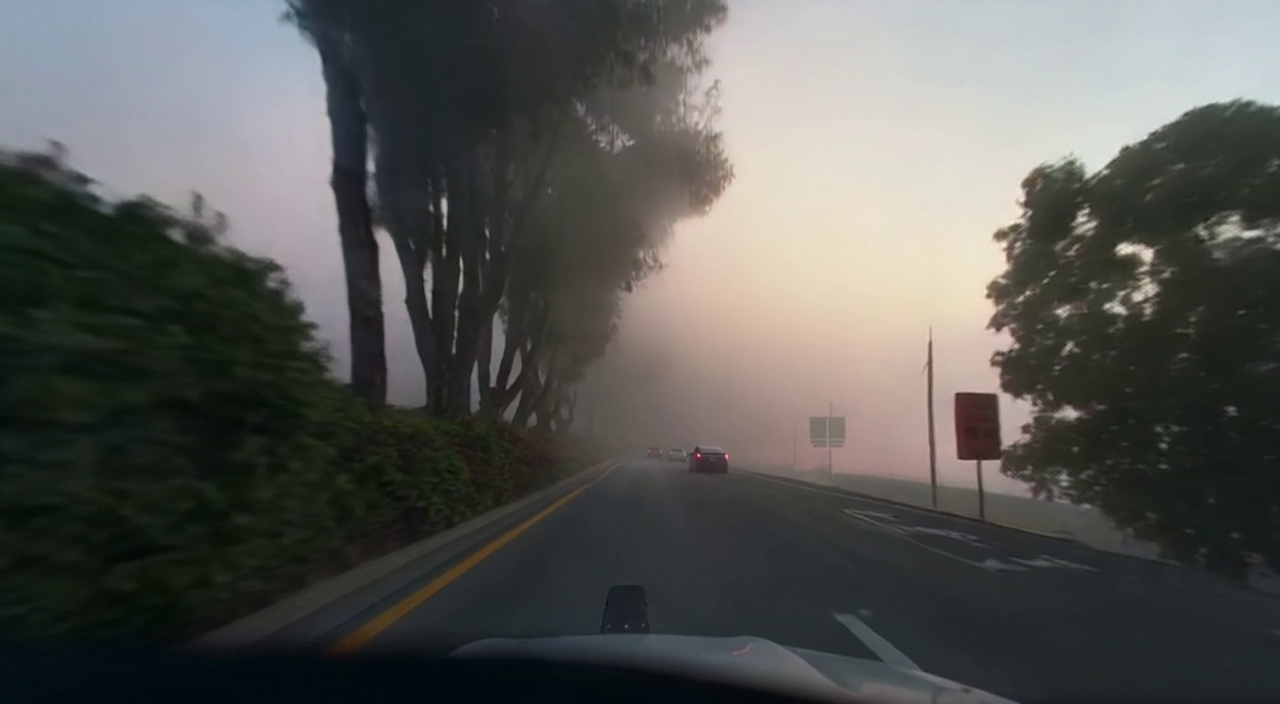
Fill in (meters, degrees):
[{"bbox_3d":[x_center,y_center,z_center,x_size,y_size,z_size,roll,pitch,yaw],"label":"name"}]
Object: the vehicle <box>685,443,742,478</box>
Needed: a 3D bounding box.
[{"bbox_3d":[3.305,4.975,29.318,1.956,1.473,4.640,0,-8,-2],"label":"vehicle"}]
